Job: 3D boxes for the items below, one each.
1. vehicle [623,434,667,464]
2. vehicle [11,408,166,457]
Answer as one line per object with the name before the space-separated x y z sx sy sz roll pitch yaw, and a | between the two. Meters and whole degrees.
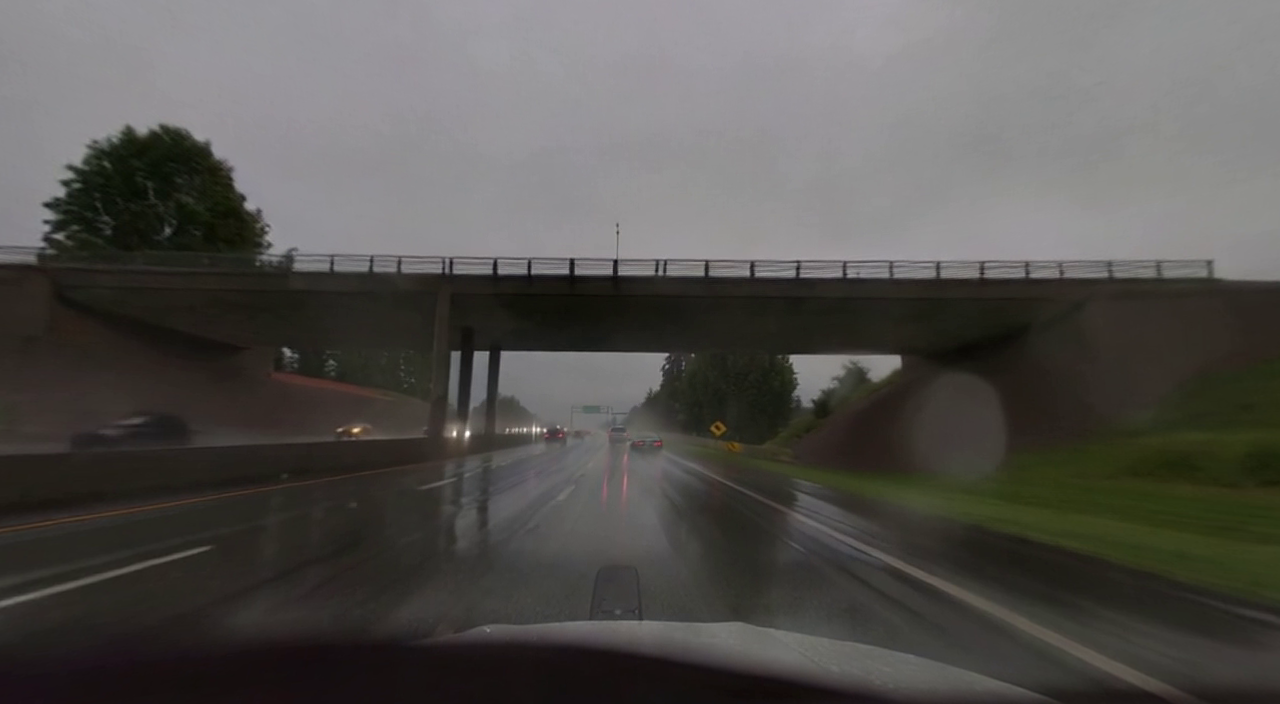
vehicle | 0.184 4.762 31.041 1.999 1.329 3.913 1 -8 -2
vehicle | -16.760 2.497 19.345 1.622 1.361 3.497 1 -8 -2
